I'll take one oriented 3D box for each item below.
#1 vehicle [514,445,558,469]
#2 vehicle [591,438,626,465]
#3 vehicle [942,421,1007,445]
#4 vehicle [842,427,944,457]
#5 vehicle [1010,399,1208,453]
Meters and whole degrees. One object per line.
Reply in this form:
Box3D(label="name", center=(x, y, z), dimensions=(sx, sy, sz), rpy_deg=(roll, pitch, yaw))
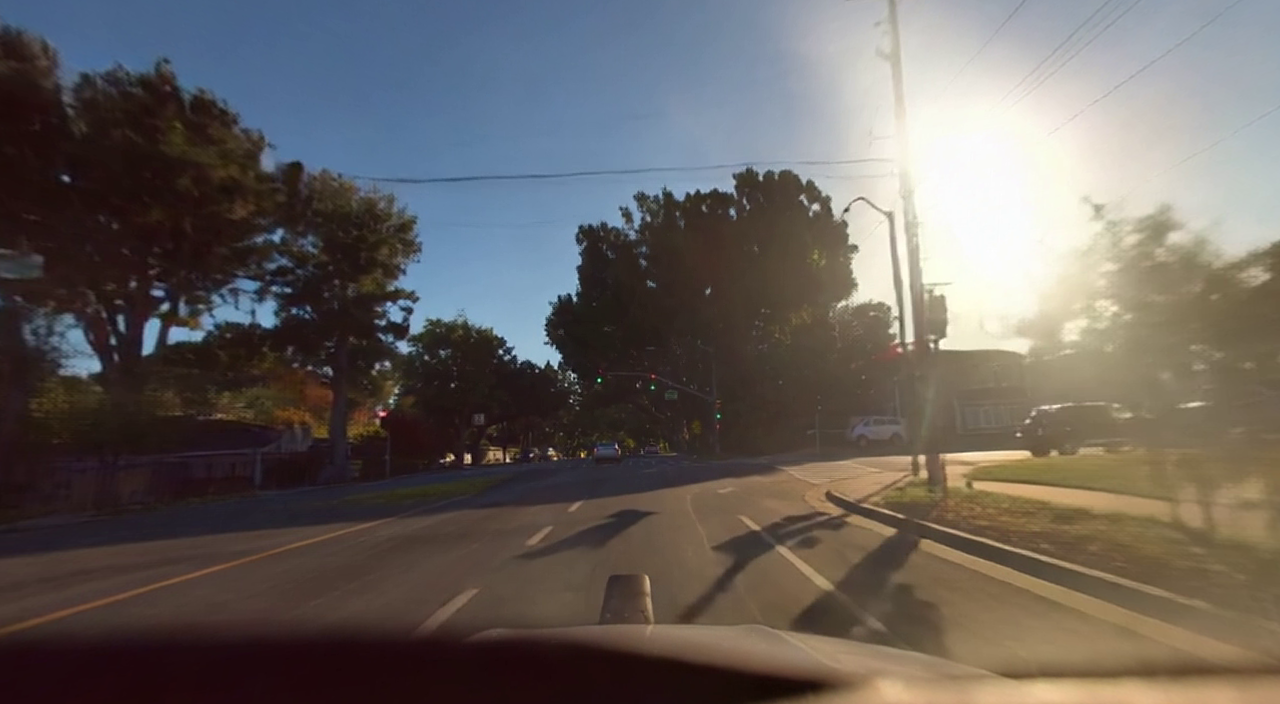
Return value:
Box3D(label="vehicle", center=(-7.159, 7.274, 43.849), dimensions=(2.122, 1.602, 4.369), rpy_deg=(-1, -8, 2))
Box3D(label="vehicle", center=(-2.150, 6.905, 43.822), dimensions=(2.084, 1.701, 4.734), rpy_deg=(-1, -8, 1))
Box3D(label="vehicle", center=(23.475, 5.756, 44.418), dimensions=(1.809, 1.477, 4.381), rpy_deg=(-3, -8, -5))
Box3D(label="vehicle", center=(13.468, 4.828, 33.749), dimensions=(4.665, 1.498, 1.866), rpy_deg=(0, -8, -3))
Box3D(label="vehicle", center=(18.943, 3.041, 25.687), dimensions=(6.313, 2.043, 2.272), rpy_deg=(0, -8, -3))
